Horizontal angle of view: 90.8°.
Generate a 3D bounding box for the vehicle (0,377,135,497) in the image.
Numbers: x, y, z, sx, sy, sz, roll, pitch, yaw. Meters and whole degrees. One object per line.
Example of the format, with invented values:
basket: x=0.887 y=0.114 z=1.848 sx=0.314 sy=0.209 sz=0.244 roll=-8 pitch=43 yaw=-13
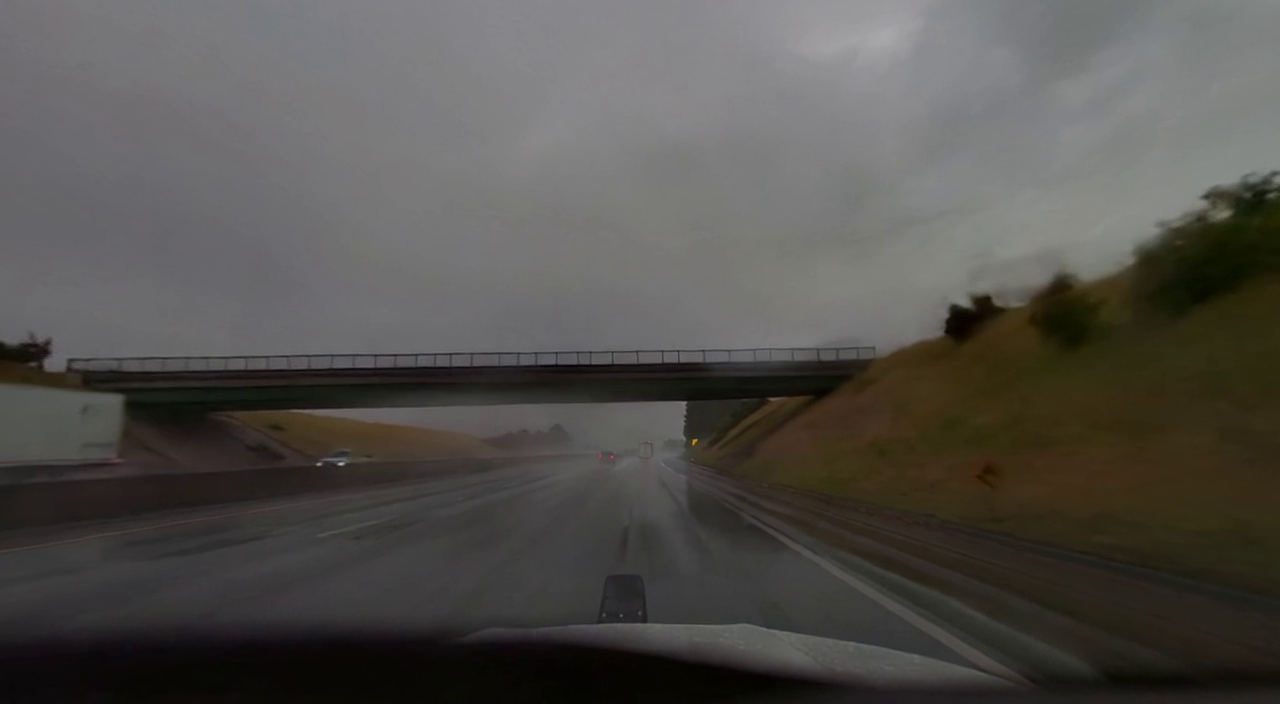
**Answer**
vehicle: x=-22.875 y=2.380 z=18.116 sx=2.876 sy=3.975 sz=16.773 roll=0 pitch=-9 yaw=0
